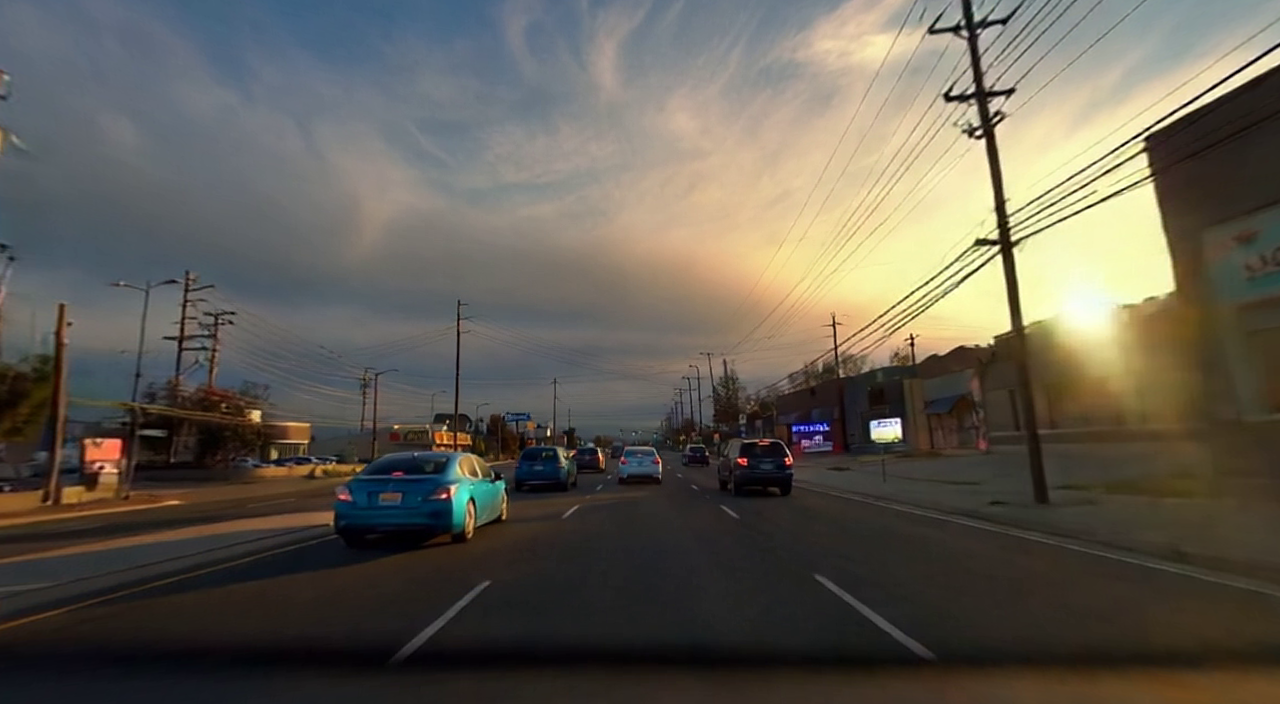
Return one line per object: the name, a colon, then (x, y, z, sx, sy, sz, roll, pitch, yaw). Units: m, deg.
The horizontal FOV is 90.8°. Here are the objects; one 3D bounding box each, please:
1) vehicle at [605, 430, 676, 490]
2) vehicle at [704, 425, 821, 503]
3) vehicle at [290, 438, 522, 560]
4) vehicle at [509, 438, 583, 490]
vehicle: (0.009, 3.863, 22.927, 2.326, 1.925, 4.253, 0, -8, 0)
vehicle: (3.297, 3.154, 18.226, 2.282, 1.897, 4.915, 0, -8, -1)
vehicle: (-3.351, 2.168, 10.192, 2.022, 1.498, 4.471, 0, -8, 0)
vehicle: (-3.239, 3.943, 22.526, 2.051, 1.671, 3.861, 0, -8, 0)
